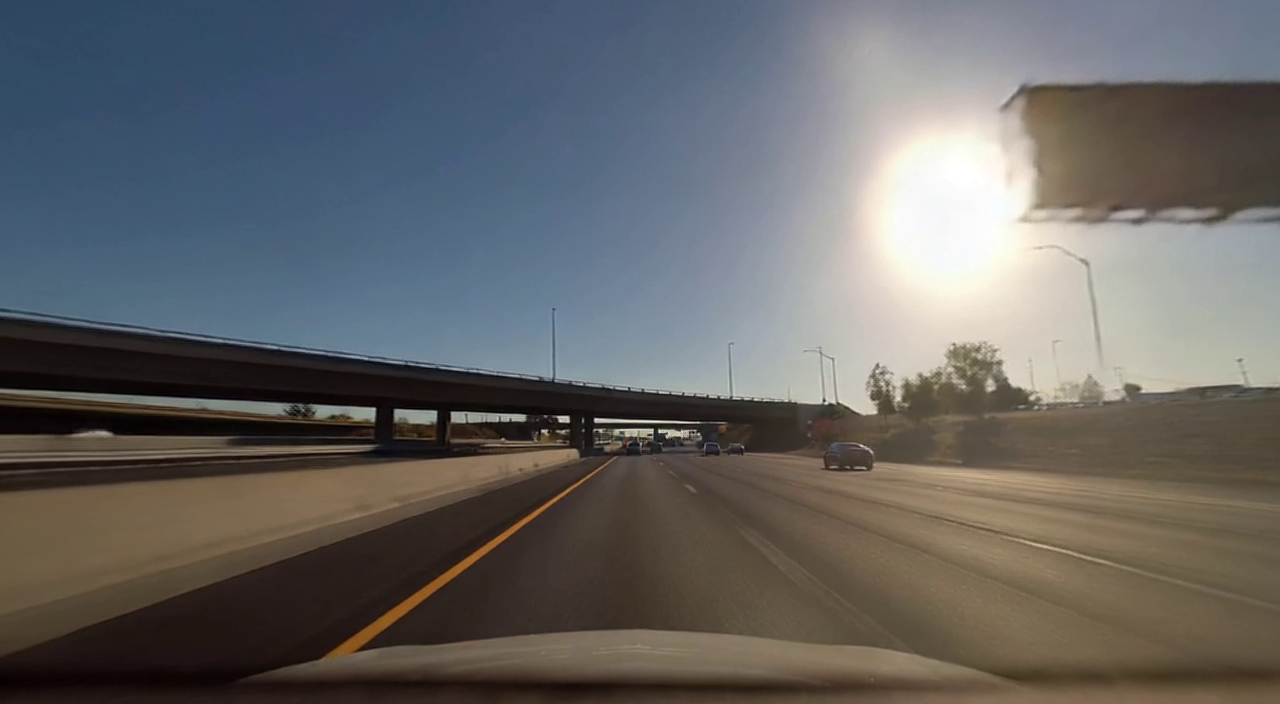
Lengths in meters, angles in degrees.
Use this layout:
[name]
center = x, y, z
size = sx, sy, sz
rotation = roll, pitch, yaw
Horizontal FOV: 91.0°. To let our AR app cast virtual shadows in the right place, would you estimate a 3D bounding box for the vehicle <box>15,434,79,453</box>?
[vehicle]
center = -45.210, 6.992, 48.037
size = 1.529, 1.402, 3.437
rotation = 0, -8, 0
